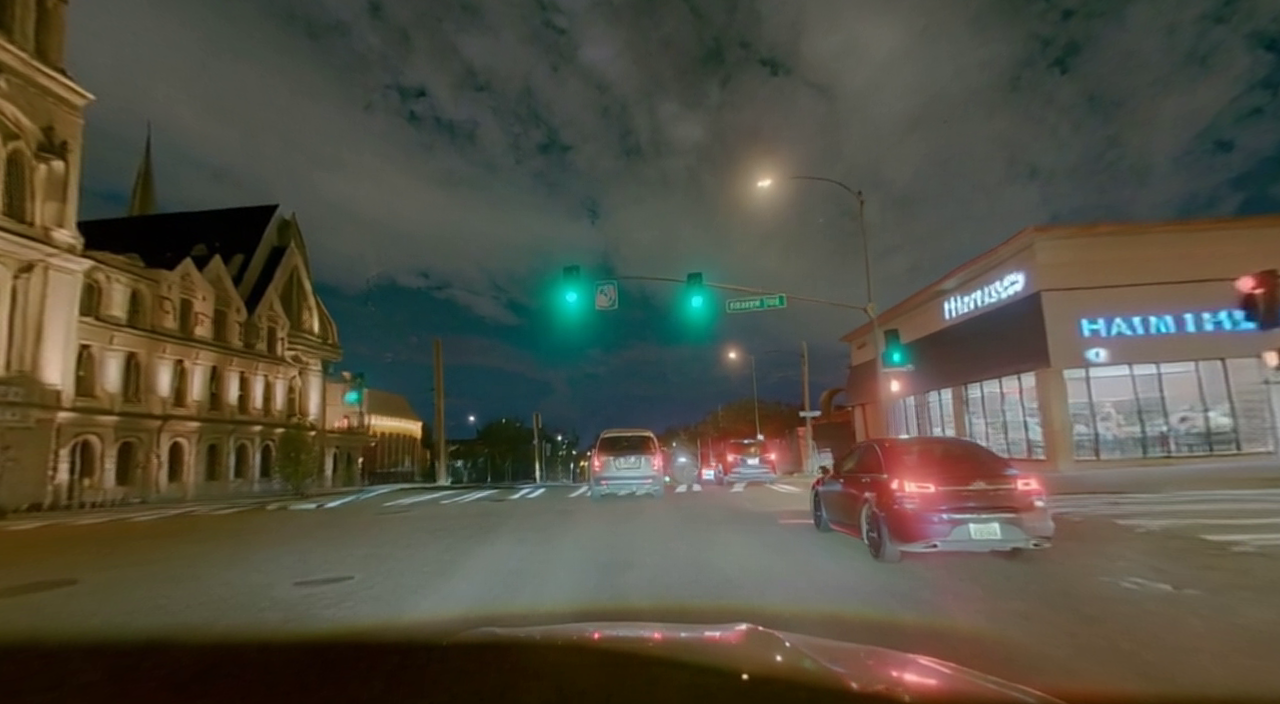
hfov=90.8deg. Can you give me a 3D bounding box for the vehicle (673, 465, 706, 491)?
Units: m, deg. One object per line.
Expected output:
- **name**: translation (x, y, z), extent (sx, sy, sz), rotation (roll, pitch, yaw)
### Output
- **vehicle**: translation (3.740, 9.284, 46.785), extent (2.027, 1.771, 4.470), rotation (-2, -10, 9)

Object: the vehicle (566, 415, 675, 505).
- **vehicle**: translation (-0.443, 2.454, 14.758), extent (2.168, 1.776, 4.135), rotation (0, -8, -2)

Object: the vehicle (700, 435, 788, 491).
- **vehicle**: translation (3.013, 3.303, 19.169), extent (1.890, 1.491, 4.166), rotation (0, -8, -1)

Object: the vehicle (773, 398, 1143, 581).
- **vehicle**: translation (3.094, 1.446, 7.463), extent (1.883, 1.472, 4.471), rotation (0, -8, -3)
